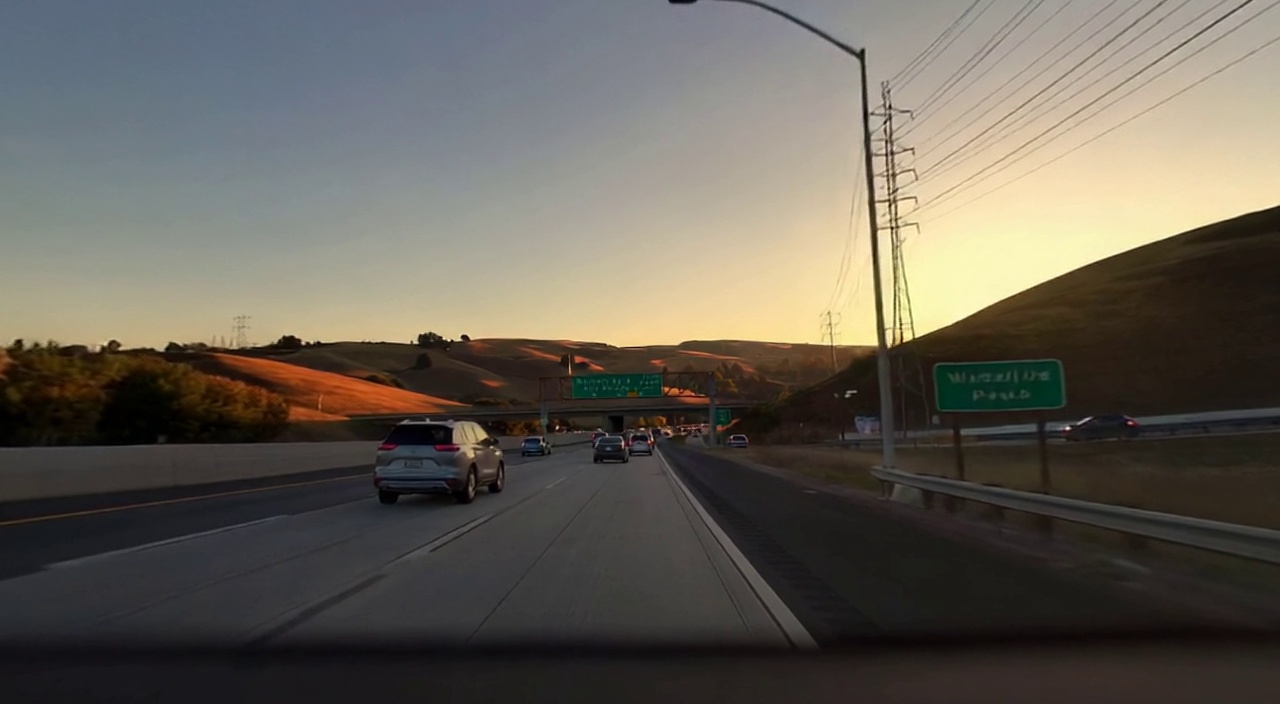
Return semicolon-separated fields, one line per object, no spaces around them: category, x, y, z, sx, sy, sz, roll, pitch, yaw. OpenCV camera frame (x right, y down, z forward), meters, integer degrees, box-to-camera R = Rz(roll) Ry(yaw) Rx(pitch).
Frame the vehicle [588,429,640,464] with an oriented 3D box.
vehicle;-1.254;4.845;32.312;2.193;1.651;3.946;-1;-8;5

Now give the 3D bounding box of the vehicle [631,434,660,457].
vehicle;0.370;6.352;42.944;1.855;1.450;3.716;0;-8;0

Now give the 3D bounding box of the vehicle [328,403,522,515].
vehicle;-4.031;2.132;12.975;2.228;1.845;4.847;0;-8;1
